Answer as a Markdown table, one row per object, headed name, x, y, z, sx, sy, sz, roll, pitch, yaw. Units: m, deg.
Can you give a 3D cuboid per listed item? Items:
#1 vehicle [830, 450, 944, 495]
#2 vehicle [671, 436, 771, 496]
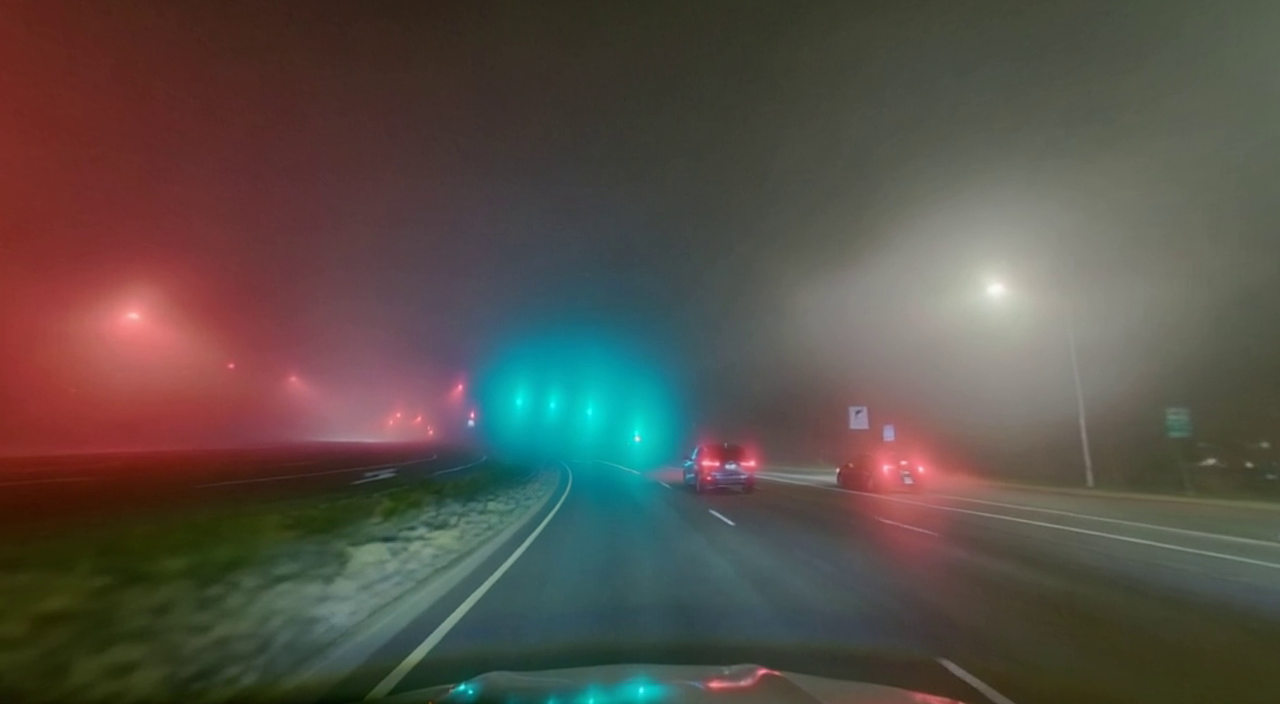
| name | x | y | z | sx | sy | sz | roll | pitch | yaw |
| --- | --- | --- | --- | --- | --- | --- | --- | --- | --- |
| vehicle | 8.975 | 4.389 | 23.505 | 1.940 | 1.460 | 4.652 | 1 | -8 | -7 |
| vehicle | 2.381 | 3.513 | 19.928 | 2.122 | 1.646 | 4.525 | 1 | -8 | -6 |
